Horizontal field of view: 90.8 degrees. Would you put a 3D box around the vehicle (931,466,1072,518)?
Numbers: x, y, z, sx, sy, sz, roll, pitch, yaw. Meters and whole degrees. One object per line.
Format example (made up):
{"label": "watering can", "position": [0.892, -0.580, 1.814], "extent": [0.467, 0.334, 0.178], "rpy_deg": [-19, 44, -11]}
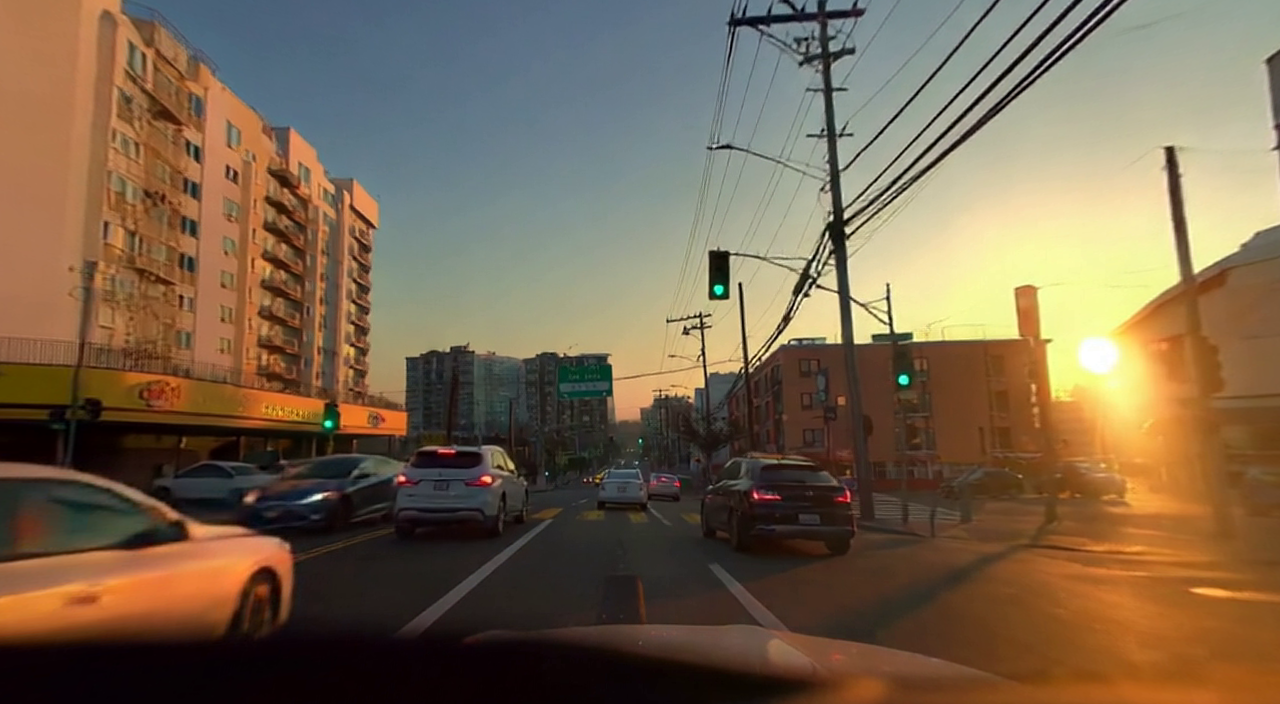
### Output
{"label": "vehicle", "position": [12.208, 4.659, 21.370], "extent": [4.048, 1.539, 1.820], "rpy_deg": [3, -10, -19]}

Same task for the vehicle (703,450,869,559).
{"label": "vehicle", "position": [2.463, 2.681, 11.861], "extent": [1.945, 1.647, 4.160], "rpy_deg": [0, -9, -2]}

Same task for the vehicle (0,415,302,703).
{"label": "vehicle", "position": [-3.107, 0.915, 1.878], "extent": [1.932, 1.458, 4.330], "rpy_deg": [0, -9, -2]}

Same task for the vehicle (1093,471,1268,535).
{"label": "vehicle", "position": [15.767, 4.372, 18.847], "extent": [1.959, 1.482, 4.664], "rpy_deg": [-2, -9, 13]}

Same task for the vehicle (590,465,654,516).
{"label": "vehicle", "position": [-0.623, 4.705, 21.796], "extent": [1.999, 1.487, 3.939], "rpy_deg": [0, -9, -2]}

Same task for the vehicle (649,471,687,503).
{"label": "vehicle", "position": [1.687, 8.337, 39.272], "extent": [1.953, 1.687, 4.094], "rpy_deg": [0, -9, -3]}

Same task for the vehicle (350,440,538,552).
{"label": "vehicle", "position": [-3.405, 2.591, 12.100], "extent": [2.221, 1.706, 4.451], "rpy_deg": [0, -9, -1]}
